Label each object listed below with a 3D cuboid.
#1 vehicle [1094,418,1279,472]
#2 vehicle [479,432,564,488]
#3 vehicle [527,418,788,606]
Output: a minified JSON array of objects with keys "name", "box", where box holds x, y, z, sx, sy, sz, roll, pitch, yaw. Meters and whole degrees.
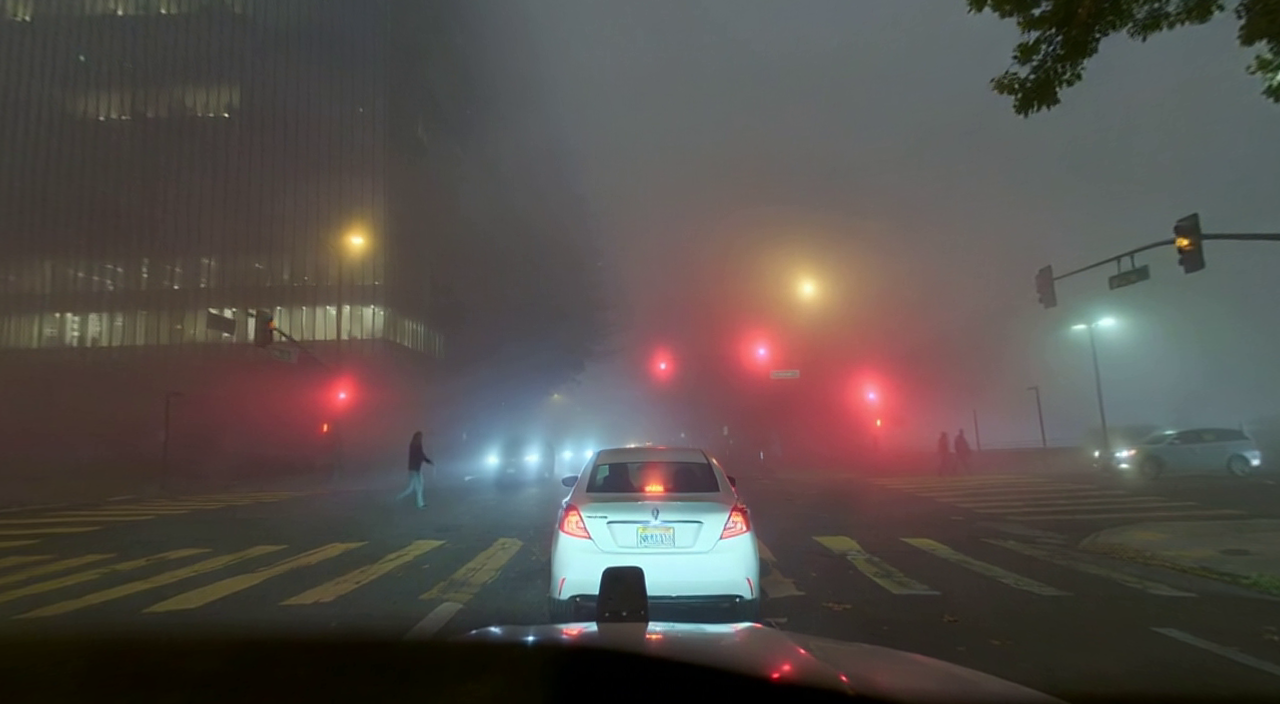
[{"name":"vehicle","box":[19.124,3.268,22.219,4.675,1.772,1.945,0,-8,-1]},{"name":"vehicle","box":[-4.082,3.816,22.574,2.006,1.756,4.599,0,-8,2]},{"name":"vehicle","box":[-0.148,1.646,7.478,1.893,1.532,4.145,2,-9,-16]}]
